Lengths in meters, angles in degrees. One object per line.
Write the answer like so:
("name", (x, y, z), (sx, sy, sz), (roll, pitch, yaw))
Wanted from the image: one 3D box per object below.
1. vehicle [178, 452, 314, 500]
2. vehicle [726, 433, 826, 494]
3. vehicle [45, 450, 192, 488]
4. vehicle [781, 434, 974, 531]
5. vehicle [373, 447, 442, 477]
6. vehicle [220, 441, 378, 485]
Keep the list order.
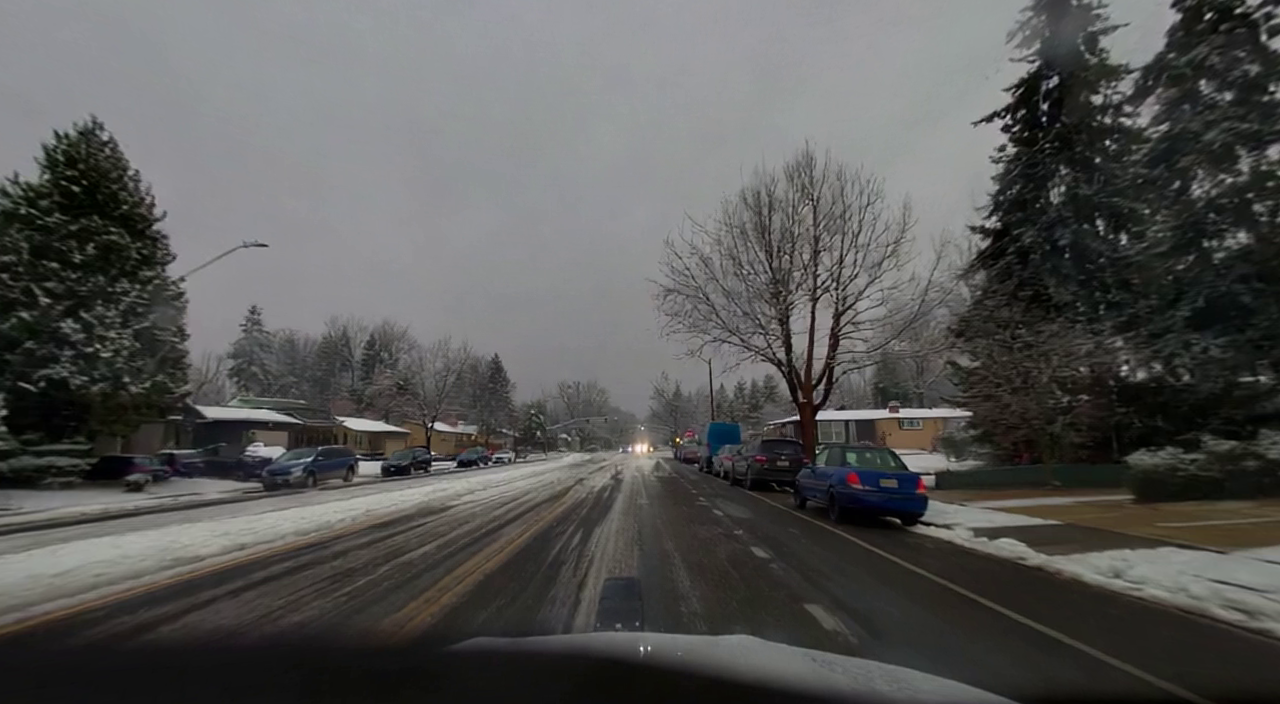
("vehicle", (-13.640, 4.277, 22.246), (2.141, 1.463, 4.245), (0, -8, -2))
("vehicle", (4.201, 3.524, 20.329), (2.067, 1.706, 4.506), (0, -9, -2))
("vehicle", (-21.287, 4.769, 25.959), (4.112, 1.474, 2.134), (0, -9, -2))
("vehicle", (4.262, 2.389, 12.203), (1.862, 1.515, 4.233), (0, -9, -4))
("vehicle", (-13.680, 6.486, 37.504), (2.045, 1.636, 5.214), (0, -8, 1))
("vehicle", (-15.384, 5.034, 28.823), (5.783, 1.904, 2.289), (0, -9, -3))
